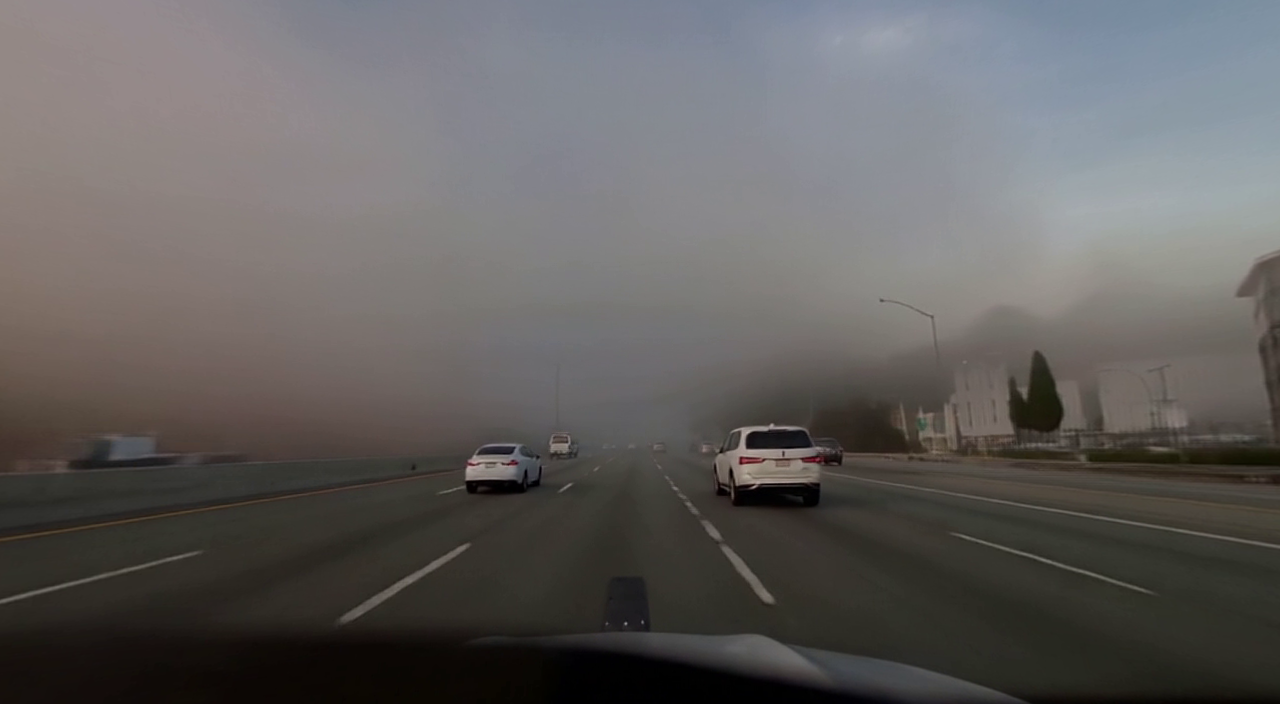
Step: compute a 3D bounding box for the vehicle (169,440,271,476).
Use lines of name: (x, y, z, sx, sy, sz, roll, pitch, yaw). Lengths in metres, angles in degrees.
vehicle: (-19.725, 4.991, 29.833, 2.028, 1.565, 3.951, -1, -8, 1)

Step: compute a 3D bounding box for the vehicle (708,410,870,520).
vehicle: (2.813, 2.291, 13.272, 2.148, 1.852, 4.835, 0, -8, -1)

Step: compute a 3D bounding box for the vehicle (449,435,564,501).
vehicle: (-3.436, 3.087, 17.269, 2.080, 1.542, 4.718, -1, -8, 1)

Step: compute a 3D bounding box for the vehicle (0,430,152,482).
vehicle: (-26.812, 4.908, 30.152, 2.216, 2.221, 5.780, 0, -8, 0)
